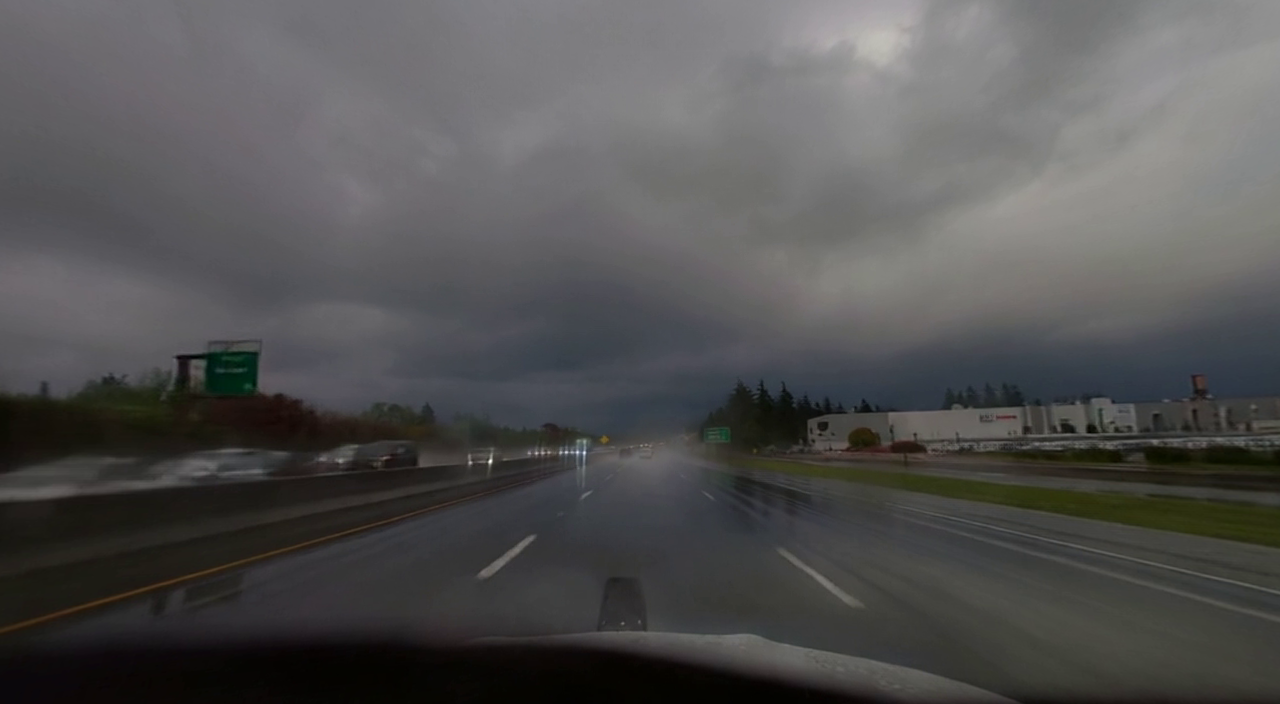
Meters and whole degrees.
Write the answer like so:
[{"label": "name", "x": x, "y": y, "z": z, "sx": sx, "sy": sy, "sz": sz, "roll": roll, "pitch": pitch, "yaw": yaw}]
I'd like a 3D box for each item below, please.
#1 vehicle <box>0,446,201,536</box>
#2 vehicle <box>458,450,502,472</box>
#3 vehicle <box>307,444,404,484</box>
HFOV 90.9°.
[{"label": "vehicle", "x": -11.156, "y": 2.585, "z": 12.332, "sx": 1.920, "sy": 1.428, "sz": 4.416, "roll": 0, "pitch": -9, "yaw": 0}, {"label": "vehicle", "x": -11.211, "y": 7.650, "z": 44.338, "sx": 1.894, "sy": 1.437, "sz": 4.443, "roll": 0, "pitch": -9, "yaw": 1}, {"label": "vehicle", "x": -11.934, "y": 4.707, "z": 26.783, "sx": 2.035, "sy": 1.512, "sz": 4.336, "roll": 0, "pitch": -9, "yaw": 1}]
